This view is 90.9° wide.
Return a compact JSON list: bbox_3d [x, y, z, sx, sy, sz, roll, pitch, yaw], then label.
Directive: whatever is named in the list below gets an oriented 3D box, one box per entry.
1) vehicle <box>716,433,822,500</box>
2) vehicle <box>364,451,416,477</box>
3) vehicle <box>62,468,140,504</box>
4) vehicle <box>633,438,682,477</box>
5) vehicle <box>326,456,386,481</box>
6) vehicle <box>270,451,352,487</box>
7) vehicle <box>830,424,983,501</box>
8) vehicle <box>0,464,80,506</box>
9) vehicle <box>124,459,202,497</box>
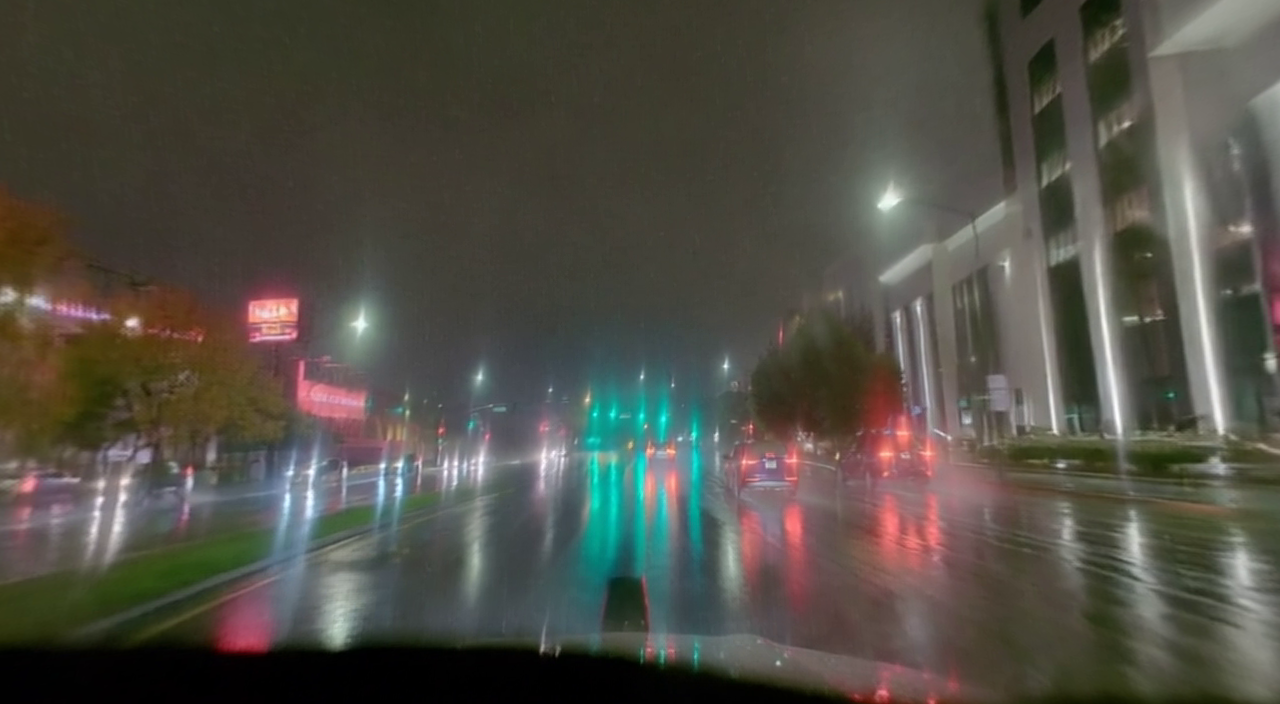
[{"bbox_3d":[3.404,3.126,17.626,1.931,1.591,4.708,0,-8,0],"label":"vehicle"},{"bbox_3d":[-17.870,8.003,45.297,1.847,1.730,4.530,0,-8,1],"label":"vehicle"},{"bbox_3d":[-27.401,6.790,32.222,1.989,1.476,4.088,4,-9,-26],"label":"vehicle"},{"bbox_3d":[0.741,4.908,29.547,2.125,1.669,3.880,0,-8,0],"label":"vehicle"},{"bbox_3d":[-18.002,7.403,40.174,1.716,1.412,4.335,0,-8,1],"label":"vehicle"},{"bbox_3d":[-17.950,6.384,34.646,1.954,1.779,4.635,0,-8,0],"label":"vehicle"},{"bbox_3d":[6.908,2.916,17.029,1.963,1.783,4.722,0,-8,-1],"label":"vehicle"},{"bbox_3d":[-30.603,6.734,32.226,1.944,1.794,4.468,5,-10,-30],"label":"vehicle"},{"bbox_3d":[-24.564,6.454,32.634,2.076,1.688,4.635,3,-9,-23],"label":"vehicle"}]
